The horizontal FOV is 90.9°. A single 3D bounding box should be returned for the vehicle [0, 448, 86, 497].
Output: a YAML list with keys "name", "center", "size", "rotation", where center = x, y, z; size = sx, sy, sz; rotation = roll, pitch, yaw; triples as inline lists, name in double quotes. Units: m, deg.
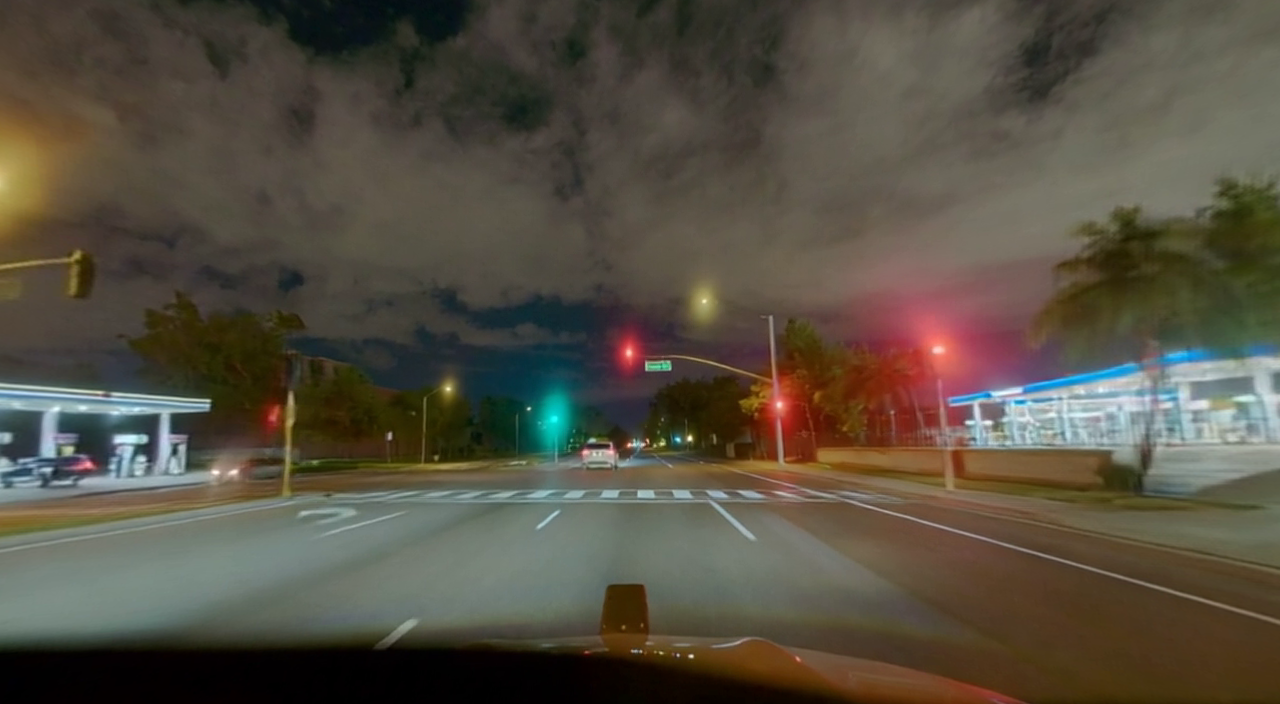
- name: "vehicle"
  center: [-28.221, 5.460, 28.387]
  size: [4.597, 1.952, 2.040]
  rotation: [-3, -7, -1]

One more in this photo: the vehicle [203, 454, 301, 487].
- name: "vehicle"
  center: [-22.765, 6.955, 37.183]
  size: [1.988, 1.717, 4.403]
  rotation: [-6, -10, 28]

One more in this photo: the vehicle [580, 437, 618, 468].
- name: "vehicle"
  center: [-2.440, 6.136, 38.519]
  size: [2.011, 1.756, 4.478]
  rotation: [0, -9, 1]
